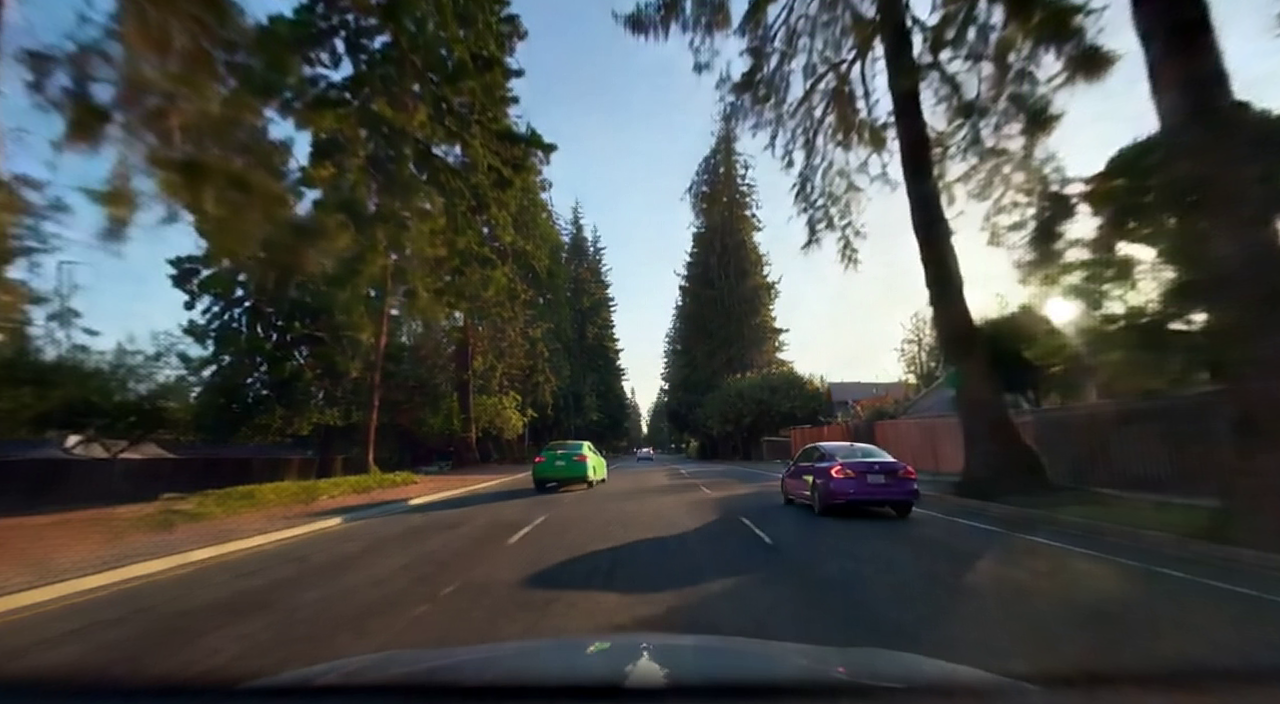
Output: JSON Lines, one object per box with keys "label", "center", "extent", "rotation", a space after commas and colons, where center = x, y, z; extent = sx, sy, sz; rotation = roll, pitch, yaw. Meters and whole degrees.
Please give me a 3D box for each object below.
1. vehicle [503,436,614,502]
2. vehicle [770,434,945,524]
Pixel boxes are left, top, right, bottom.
{"label": "vehicle", "center": [-2.066, 3.154, 17.555], "extent": [2.206, 1.525, 4.695], "rotation": [-2, -8, 3]}
{"label": "vehicle", "center": [4.151, 2.470, 12.948], "extent": [1.943, 1.471, 4.515], "rotation": [-1, -8, 0]}
